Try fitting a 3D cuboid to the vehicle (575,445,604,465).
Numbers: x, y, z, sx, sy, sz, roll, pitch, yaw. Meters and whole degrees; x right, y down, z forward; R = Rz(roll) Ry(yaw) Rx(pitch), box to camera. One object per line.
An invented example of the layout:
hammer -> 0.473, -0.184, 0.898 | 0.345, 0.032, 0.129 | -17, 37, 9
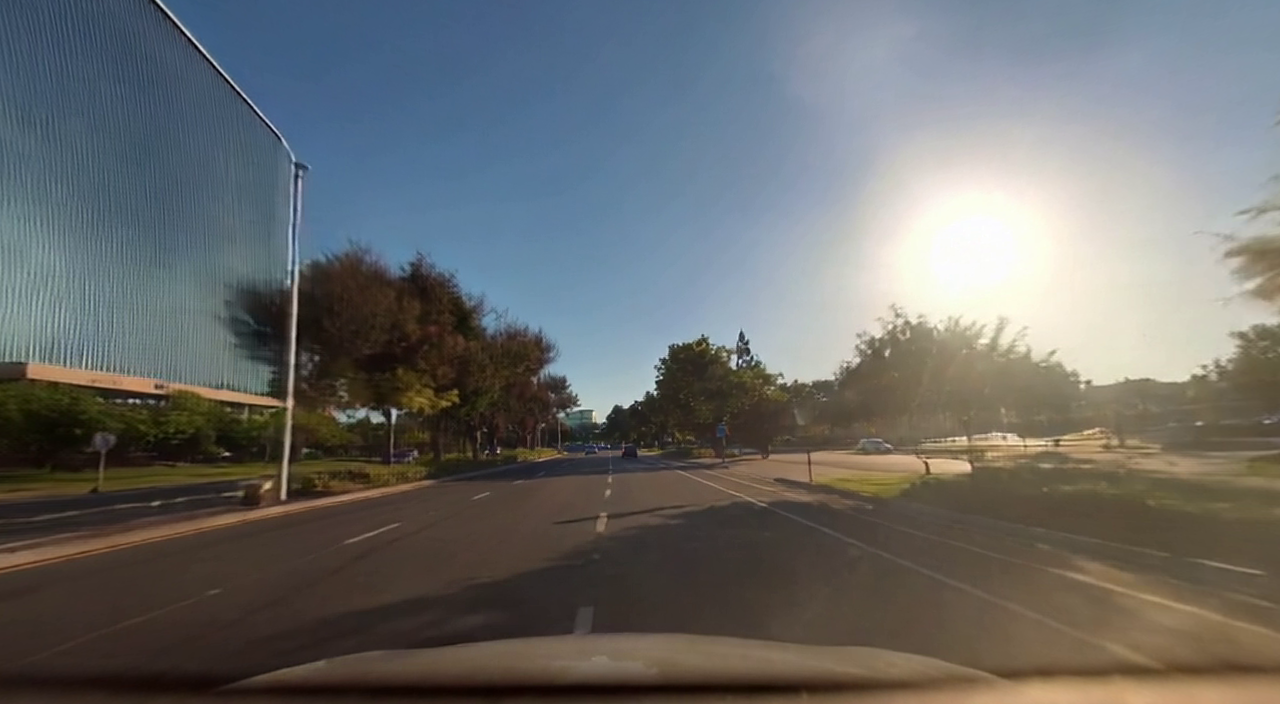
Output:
vehicle -> -3.781, 7.822, 48.276 | 2.080, 1.445, 4.096 | 0, -8, -3
